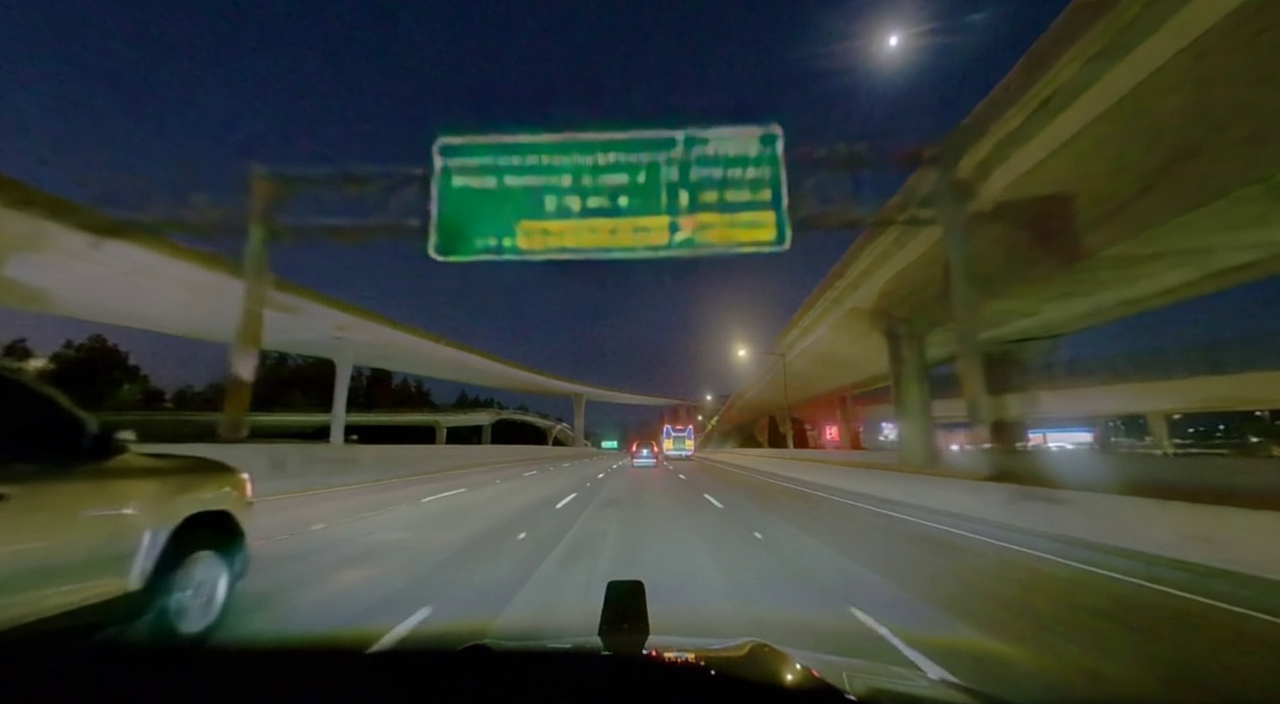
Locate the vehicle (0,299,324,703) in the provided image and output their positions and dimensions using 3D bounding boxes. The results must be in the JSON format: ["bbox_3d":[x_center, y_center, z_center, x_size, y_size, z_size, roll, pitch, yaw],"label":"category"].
[{"bbox_3d":[-3.885,0.780,3.044,2.147,1.918,4.834,0,-8,0],"label":"vehicle"}]

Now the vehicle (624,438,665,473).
[{"bbox_3d":[0.236,5.550,33.951,2.052,1.711,4.223,0,-9,0],"label":"vehicle"}]
